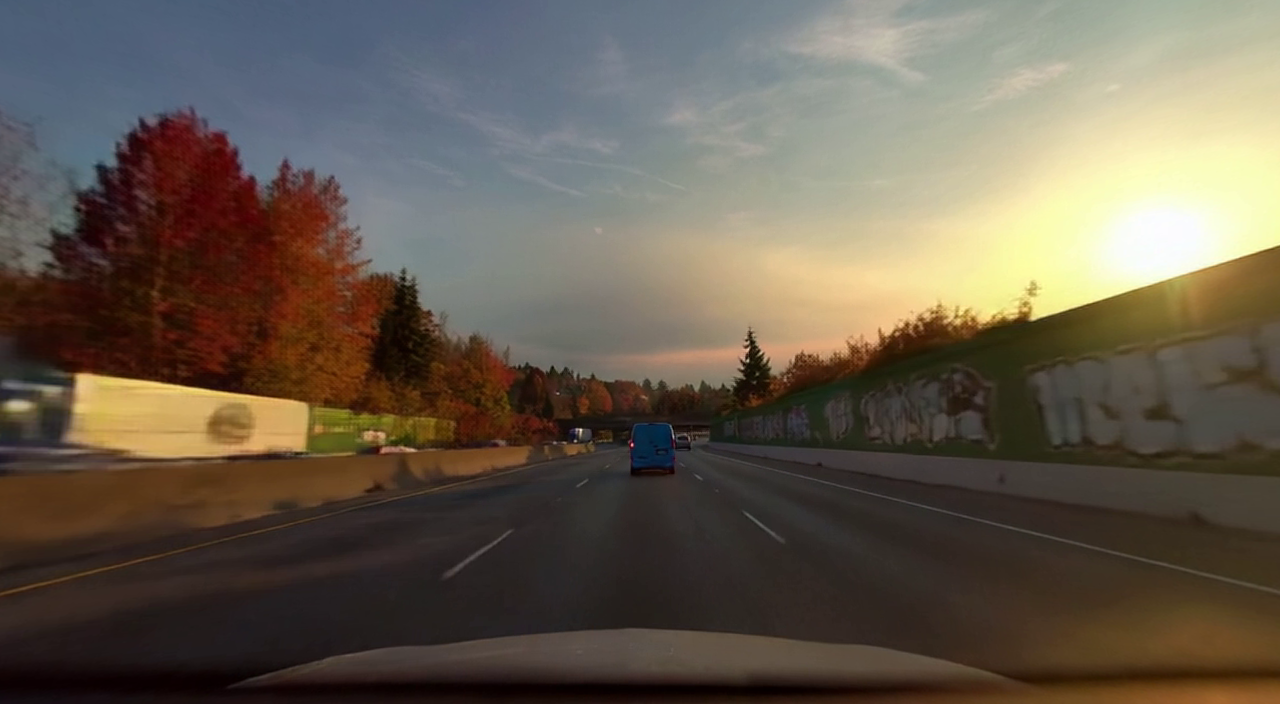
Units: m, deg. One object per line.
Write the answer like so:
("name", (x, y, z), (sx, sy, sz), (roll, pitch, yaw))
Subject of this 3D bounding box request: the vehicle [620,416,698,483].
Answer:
("vehicle", (0.544, 3.174, 20.618), (2.283, 1.956, 4.421), (0, -8, 0))

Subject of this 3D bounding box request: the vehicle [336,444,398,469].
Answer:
("vehicle", (-16.687, 6.391, 38.613), (1.826, 1.450, 4.080), (0, -8, 2))

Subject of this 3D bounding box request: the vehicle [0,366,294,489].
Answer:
("vehicle", (-21.014, 3.515, 28.064), (2.948, 4.094, 14.078), (0, -8, 1))

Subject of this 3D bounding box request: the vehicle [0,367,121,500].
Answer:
("vehicle", (-21.032, 2.718, 20.939), (2.894, 4.043, 4.966), (1, -8, 1))

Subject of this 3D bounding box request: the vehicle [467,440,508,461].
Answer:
("vehicle", (-11.966, 7.744, 49.620), (1.956, 1.510, 4.329), (0, -8, 2))
